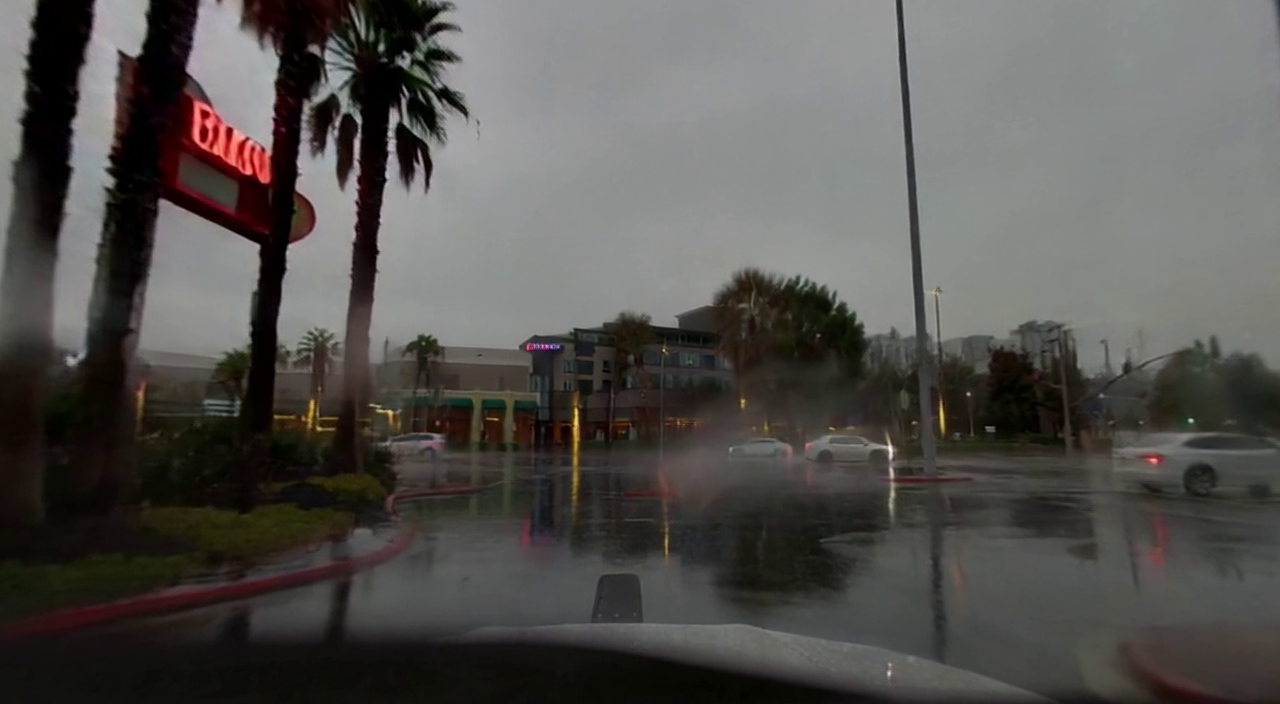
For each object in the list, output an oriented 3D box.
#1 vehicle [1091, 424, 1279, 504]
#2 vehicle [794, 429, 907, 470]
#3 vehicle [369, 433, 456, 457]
[{"bbox_3d":[13.195,2.592,14.986,1.870,1.611,3.978,1,-9,-3],"label":"vehicle"},{"bbox_3d":[9.335,4.362,28.291,4.211,1.756,2.158,1,-9,-4],"label":"vehicle"},{"bbox_3d":[-14.289,5.869,39.869,4.850,1.472,1.777,1,-9,-4],"label":"vehicle"}]
